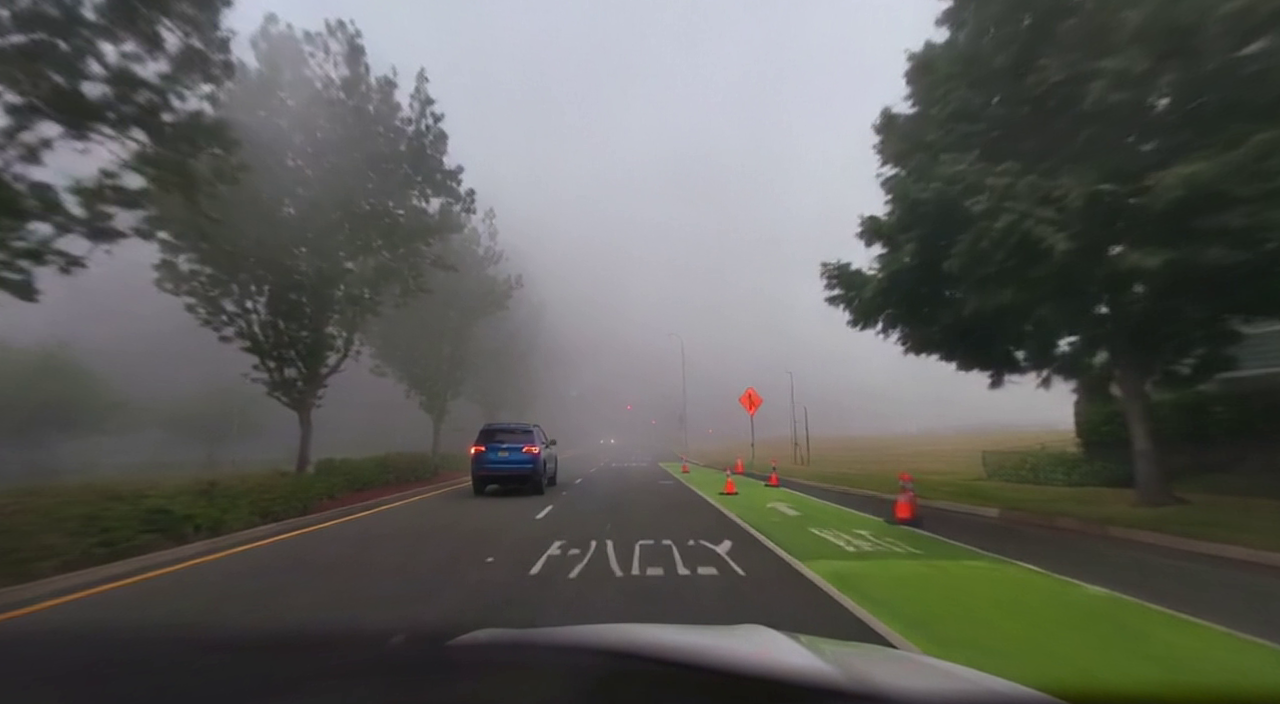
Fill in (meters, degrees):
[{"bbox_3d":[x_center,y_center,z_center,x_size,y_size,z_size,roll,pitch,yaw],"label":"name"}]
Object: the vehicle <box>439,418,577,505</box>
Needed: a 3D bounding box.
[{"bbox_3d":[-2.968,2.608,15.448,2.339,1.790,4.629,0,-8,1],"label":"vehicle"}]
